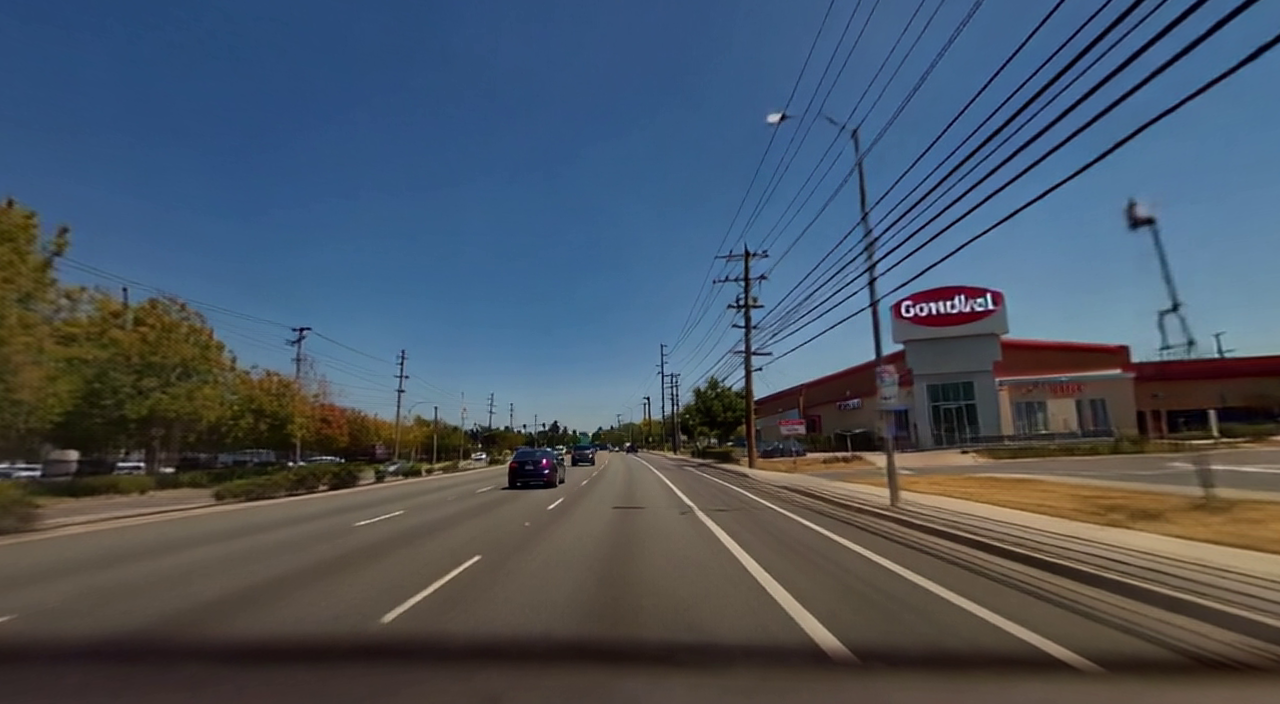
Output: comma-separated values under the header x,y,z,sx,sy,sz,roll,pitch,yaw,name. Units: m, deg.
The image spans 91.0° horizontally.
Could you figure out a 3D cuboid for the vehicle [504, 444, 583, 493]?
x,y,z,sx,sy,sz,roll,pitch,yaw,name
-3.129,3.876,21.389,1.942,1.469,4.426,0,-9,0,vehicle
